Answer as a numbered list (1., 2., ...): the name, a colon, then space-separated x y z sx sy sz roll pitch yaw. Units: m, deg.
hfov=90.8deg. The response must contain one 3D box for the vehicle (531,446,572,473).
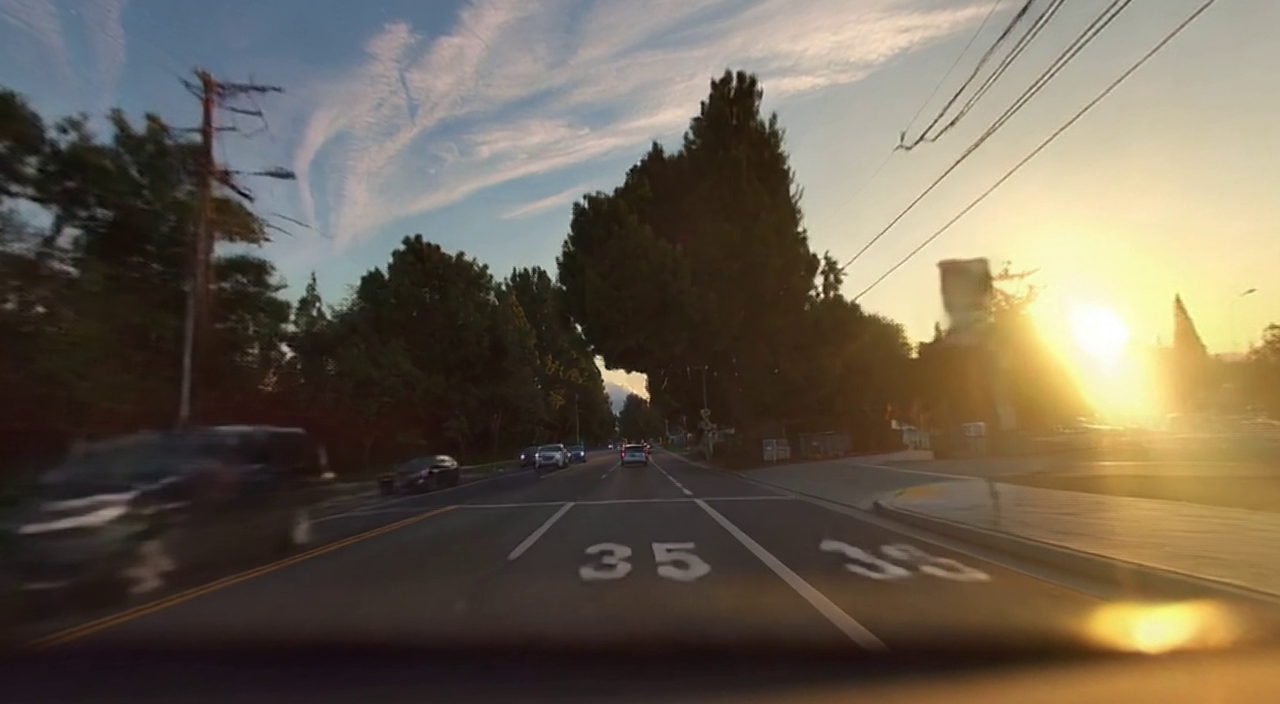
1. vehicle: -6.039 7.371 43.699 2.143 1.735 4.737 -1 -8 0

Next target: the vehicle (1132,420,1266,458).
1. vehicle: 27.133 4.280 30.793 4.544 1.724 2.024 0 -9 0

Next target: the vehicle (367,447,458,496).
1. vehicle: -9.419 4.953 26.687 2.123 1.844 4.747 -1 -8 -1

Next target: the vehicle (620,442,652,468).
1. vehicle: -0.303 7.439 45.688 2.163 1.746 4.073 -1 -8 -1

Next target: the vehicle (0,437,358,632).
1. vehicle: -6.265 2.041 8.467 2.305 1.685 5.690 -1 -8 0
